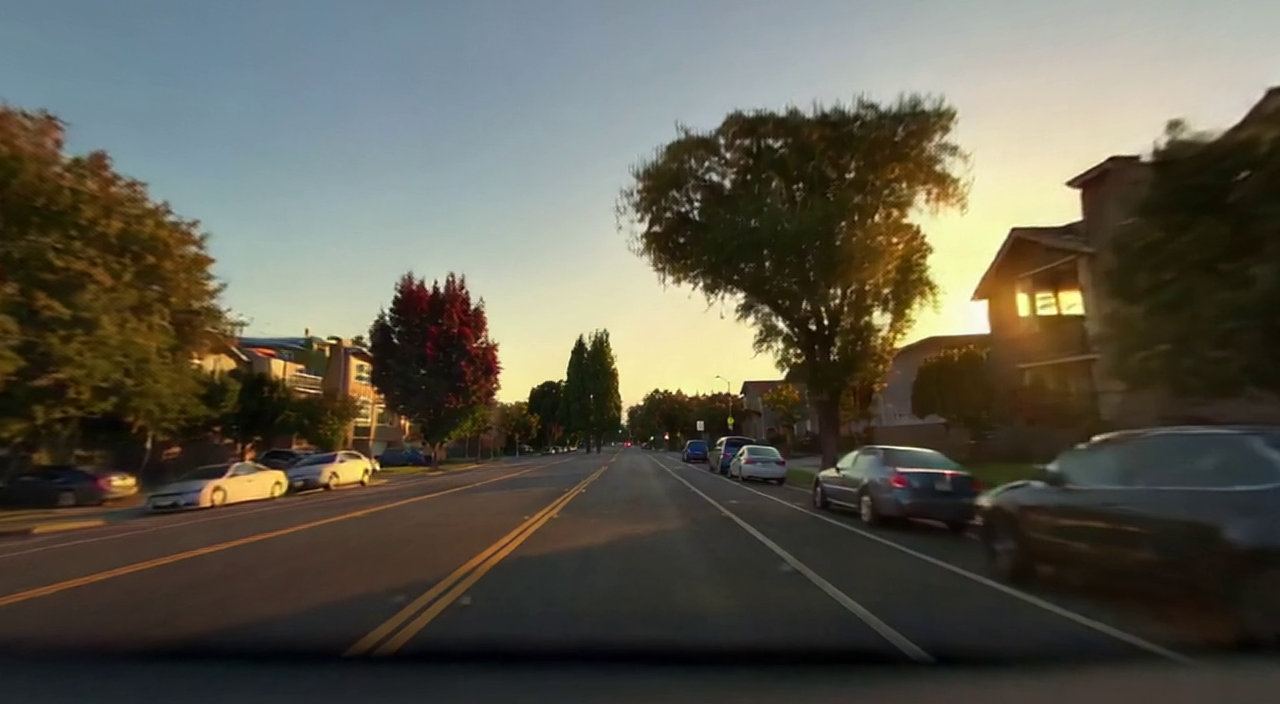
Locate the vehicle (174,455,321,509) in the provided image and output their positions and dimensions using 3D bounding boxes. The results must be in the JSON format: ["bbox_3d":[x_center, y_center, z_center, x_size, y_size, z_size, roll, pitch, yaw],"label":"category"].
[{"bbox_3d":[-12.751,4.205,20.968,1.954,1.491,4.633,0,-8,-1],"label":"vehicle"}]

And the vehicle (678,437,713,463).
[{"bbox_3d":[4.210,7.584,49.011,2.052,1.859,4.778,0,-8,-3],"label":"vehicle"}]

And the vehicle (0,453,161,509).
[{"bbox_3d":[-17.380,3.808,18.811,4.661,1.523,1.841,0,-8,0],"label":"vehicle"}]

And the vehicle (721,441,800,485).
[{"bbox_3d":[4.467,4.186,24.170,1.923,1.493,4.628,0,-8,-2],"label":"vehicle"}]

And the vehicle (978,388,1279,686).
[{"bbox_3d":[4.698,1.205,4.540,1.927,1.718,4.679,0,-8,0],"label":"vehicle"}]

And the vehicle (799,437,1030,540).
[{"bbox_3d":[4.660,2.363,11.708,2.024,1.491,4.647,0,-8,-2],"label":"vehicle"}]

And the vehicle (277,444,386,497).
[{"bbox_3d":[-12.770,4.887,26.662,2.149,1.865,5.247,-3,-8,-2],"label":"vehicle"}]
